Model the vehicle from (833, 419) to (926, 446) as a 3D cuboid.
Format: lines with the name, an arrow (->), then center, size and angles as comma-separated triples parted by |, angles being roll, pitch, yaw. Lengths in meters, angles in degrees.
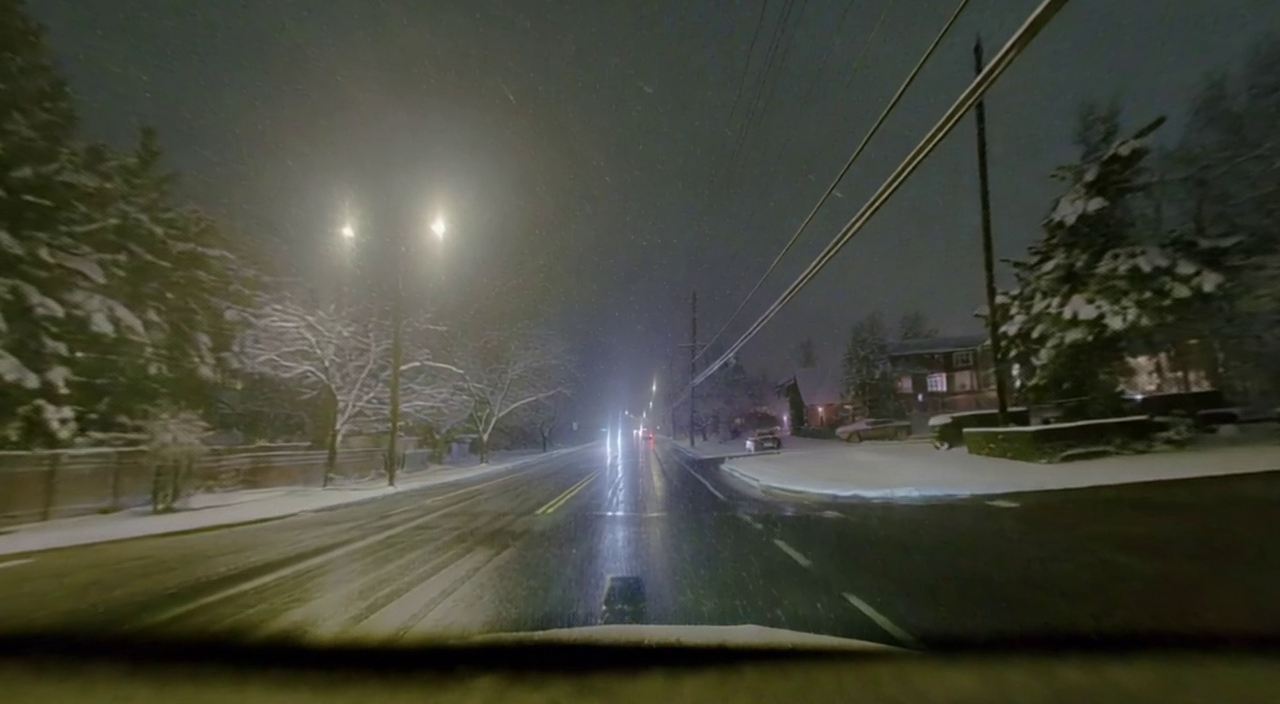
vehicle -> 14.337, 4.875, 37.985 | 4.848, 1.509, 1.976 | -1, -9, 7

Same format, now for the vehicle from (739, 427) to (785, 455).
vehicle -> 7.355, 5.424, 38.393 | 2.071, 1.510, 4.418 | -3, -8, 3
